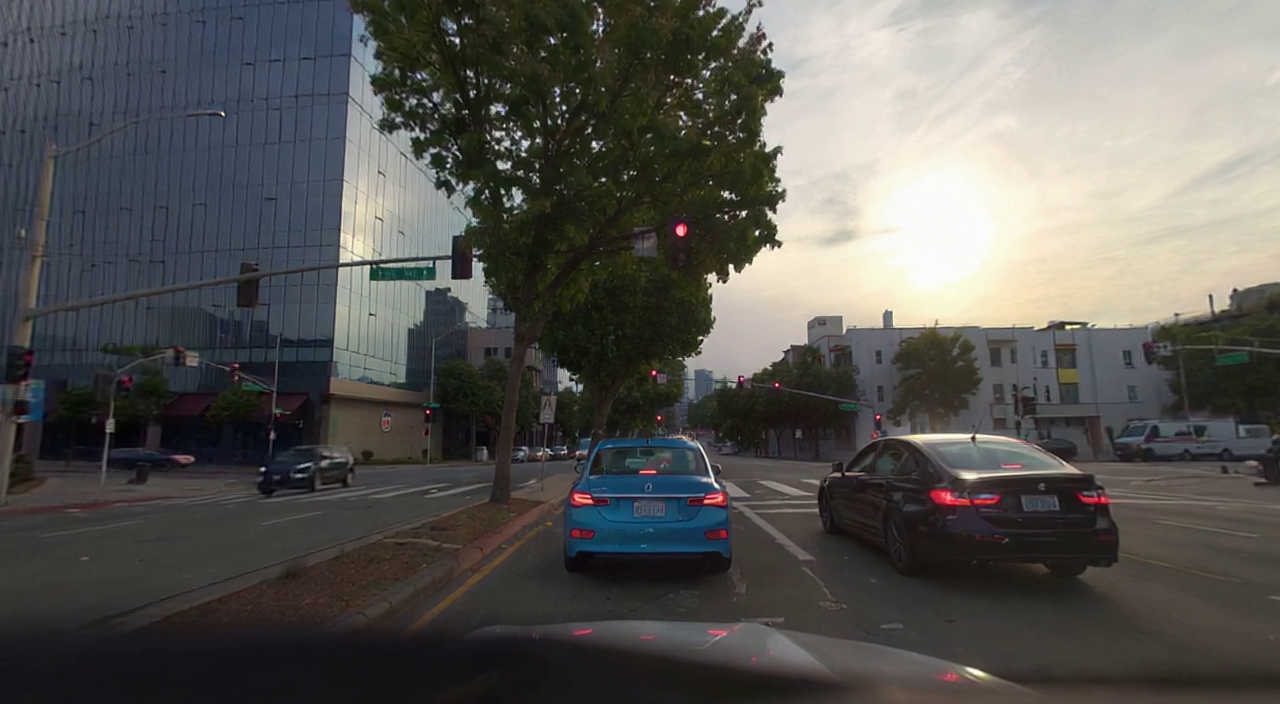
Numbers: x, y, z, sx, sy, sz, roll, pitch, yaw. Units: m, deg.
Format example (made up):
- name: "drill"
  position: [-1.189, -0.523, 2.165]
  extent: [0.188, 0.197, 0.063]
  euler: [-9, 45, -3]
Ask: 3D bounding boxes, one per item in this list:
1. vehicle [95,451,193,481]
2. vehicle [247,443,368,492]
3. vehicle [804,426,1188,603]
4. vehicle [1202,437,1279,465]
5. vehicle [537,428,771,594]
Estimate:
- name: "vehicle"
  position: [-26.657, 6.123, 34.040]
  extent: [3.657, 1.528, 1.783]
  euler: [1, -9, -3]
- name: "vehicle"
  position: [-12.196, 4.232, 23.576]
  extent: [2.009, 1.642, 4.482]
  euler: [0, -9, 0]
- name: "vehicle"
  position: [3.648, 1.738, 7.737]
  extent: [2.018, 1.491, 4.544]
  euler: [0, -9, -1]
- name: "vehicle"
  position: [35.206, 5.638, 36.127]
  extent: [4.190, 1.535, 1.998]
  euler: [0, -9, -1]
- name: "vehicle"
  position: [0.091, 1.732, 7.733]
  extent: [2.087, 1.468, 4.014]
  euler: [0, -9, -1]
